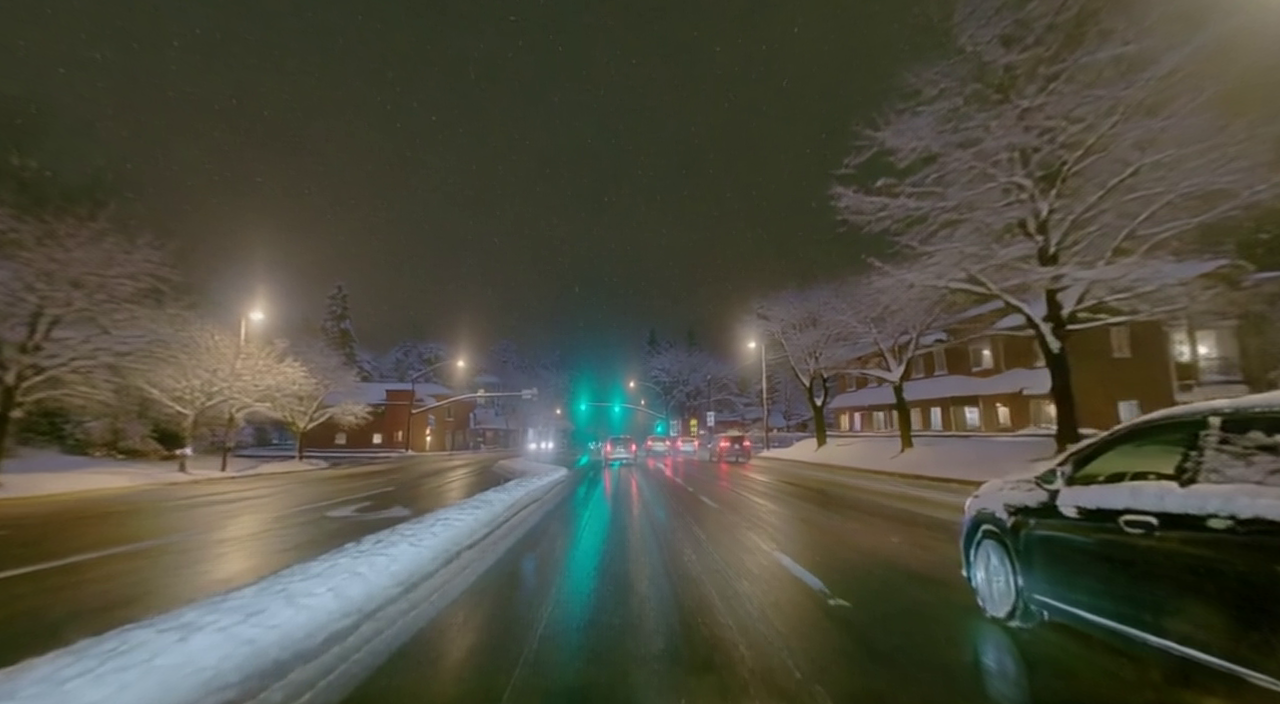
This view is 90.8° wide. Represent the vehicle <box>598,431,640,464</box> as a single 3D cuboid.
[{"bbox_3d":[-1.181,5.063,33.780,2.101,1.641,4.341,0,-8,-4],"label":"vehicle"}]

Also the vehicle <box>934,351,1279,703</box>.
[{"bbox_3d":[3.461,0.887,2.901,1.893,1.664,4.670,0,-8,-1],"label":"vehicle"}]

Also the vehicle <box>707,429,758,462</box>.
[{"bbox_3d":[5.702,5.836,39.605,2.052,1.886,5.297,0,-8,-4],"label":"vehicle"}]
